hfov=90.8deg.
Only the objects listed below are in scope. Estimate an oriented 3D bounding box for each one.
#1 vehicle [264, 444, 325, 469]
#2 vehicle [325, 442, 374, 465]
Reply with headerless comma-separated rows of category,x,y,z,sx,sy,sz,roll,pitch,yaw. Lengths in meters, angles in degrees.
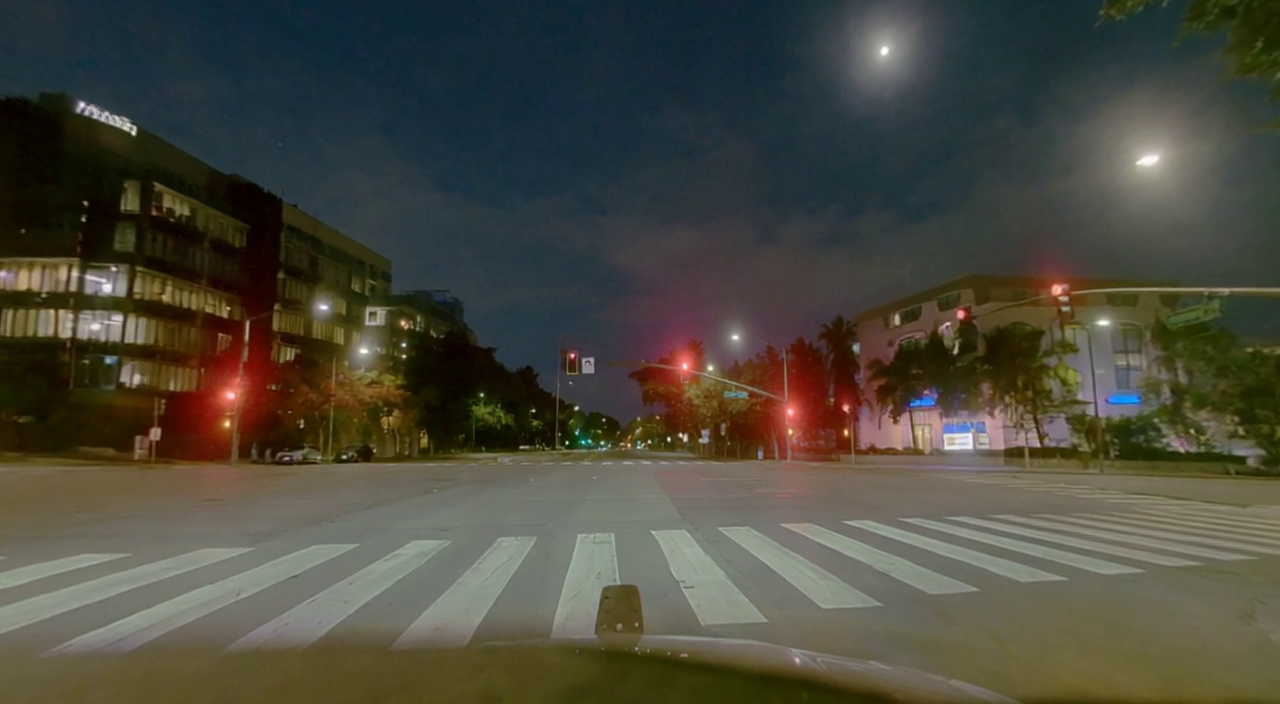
vehicle,-21.860,6.595,40.151,2.005,1.496,4.020,1,-9,-6
vehicle,-22.441,7.856,49.007,2.023,1.706,4.756,1,-9,-6
